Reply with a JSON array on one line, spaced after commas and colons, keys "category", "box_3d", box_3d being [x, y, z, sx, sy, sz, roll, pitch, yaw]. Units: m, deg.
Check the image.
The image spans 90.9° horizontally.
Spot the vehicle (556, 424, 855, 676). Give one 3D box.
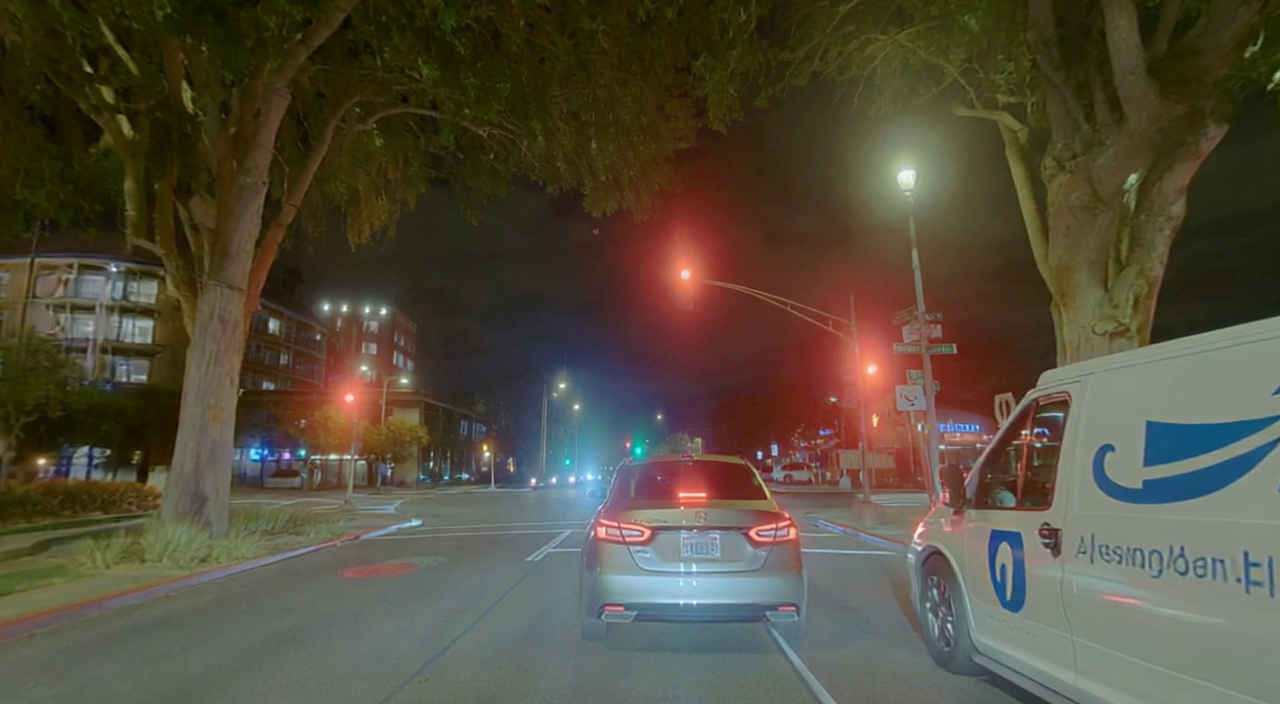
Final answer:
[{"category": "vehicle", "box_3d": [0.382, 1.647, 6.041, 1.961, 1.629, 3.610, 1, -10, -2]}]

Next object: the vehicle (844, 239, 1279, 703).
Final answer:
[{"category": "vehicle", "box_3d": [2.852, 0.880, 2.865, 2.054, 1.965, 5.248, 1, -11, 0]}]
